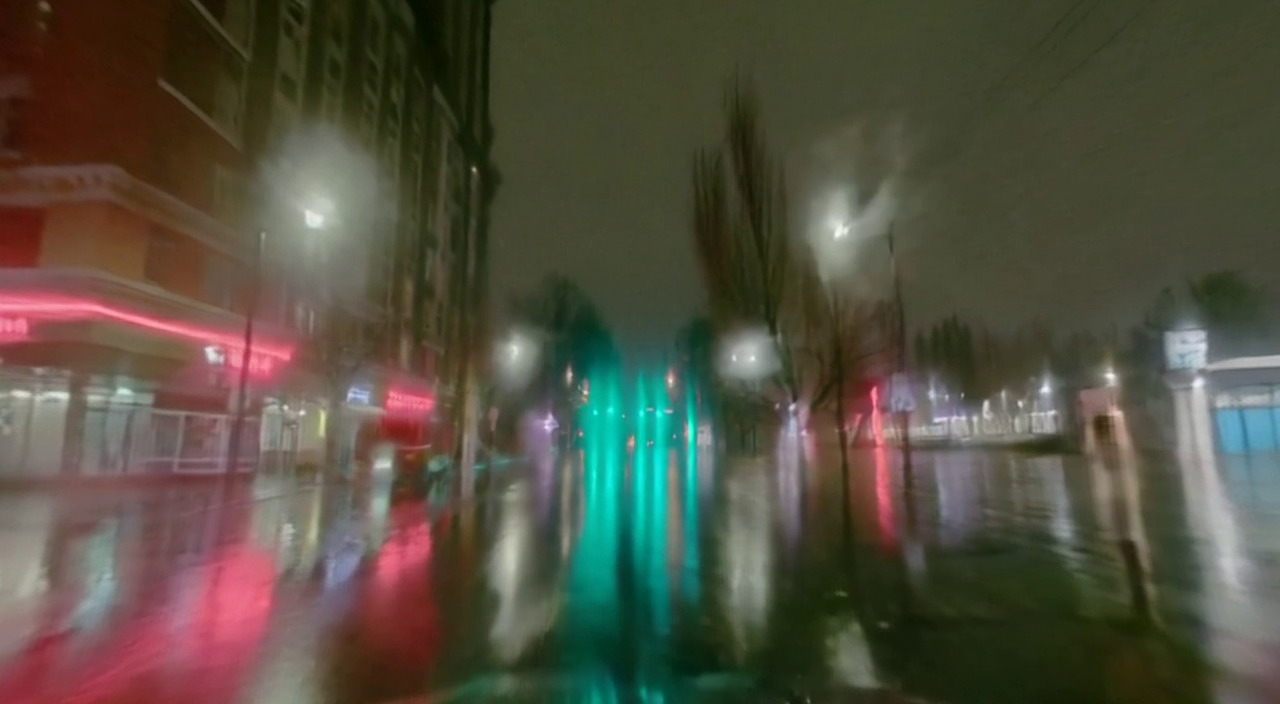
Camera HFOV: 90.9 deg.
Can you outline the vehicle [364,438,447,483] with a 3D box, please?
[{"bbox_3d":[-10.678,4.933,29.147,2.060,1.796,4.675,-2,-7,0],"label":"vehicle"}]
